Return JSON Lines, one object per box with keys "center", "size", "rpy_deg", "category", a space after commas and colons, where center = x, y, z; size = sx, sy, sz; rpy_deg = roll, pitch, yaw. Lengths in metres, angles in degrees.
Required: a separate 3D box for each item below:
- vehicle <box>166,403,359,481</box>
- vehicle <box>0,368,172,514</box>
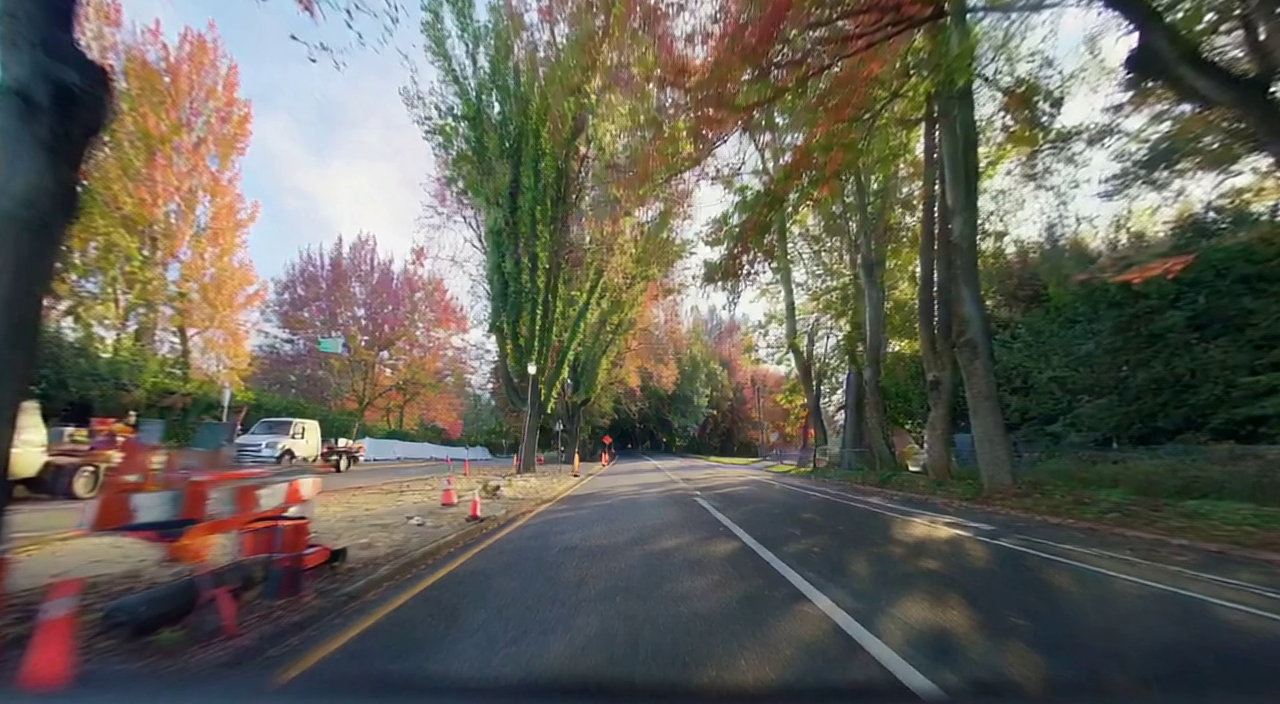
{"center": [-19.293, 4.864, 33.610], "size": [2.956, 3.466, 10.408], "rpy_deg": [-1, -9, 6], "category": "vehicle"}
{"center": [-16.287, 2.206, 15.450], "size": [3.171, 3.299, 9.207], "rpy_deg": [0, -9, -5], "category": "vehicle"}
